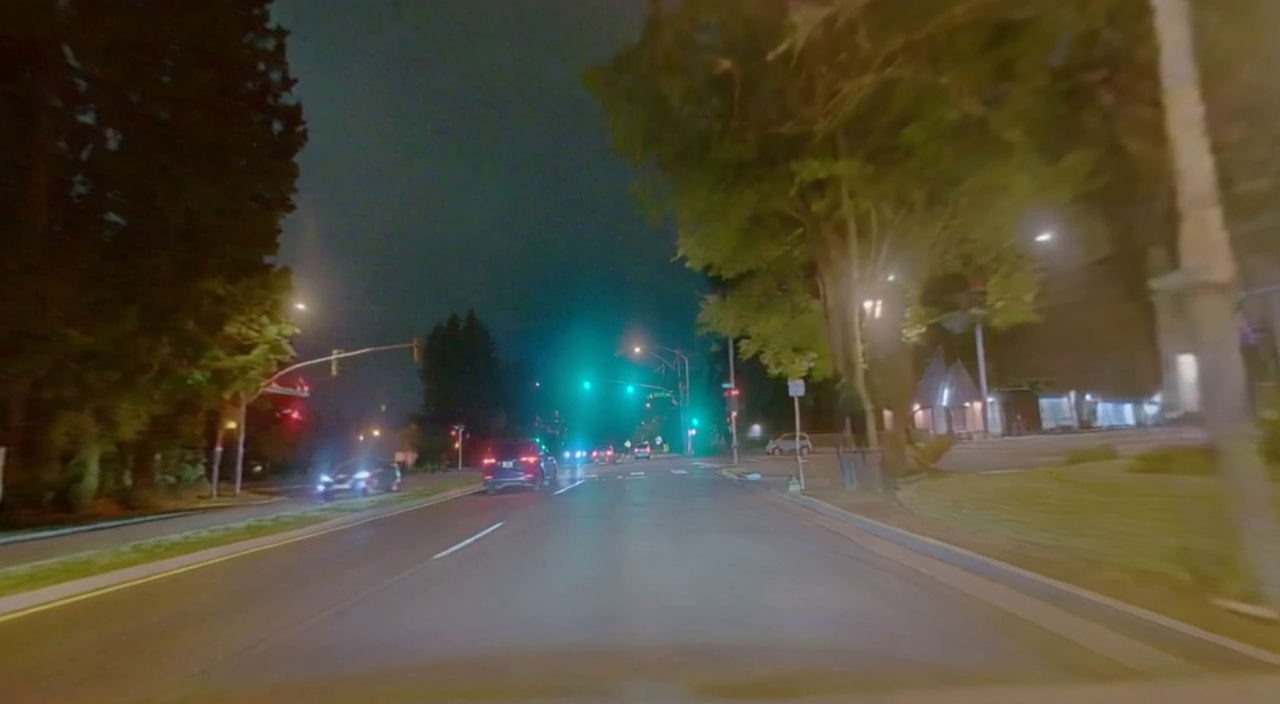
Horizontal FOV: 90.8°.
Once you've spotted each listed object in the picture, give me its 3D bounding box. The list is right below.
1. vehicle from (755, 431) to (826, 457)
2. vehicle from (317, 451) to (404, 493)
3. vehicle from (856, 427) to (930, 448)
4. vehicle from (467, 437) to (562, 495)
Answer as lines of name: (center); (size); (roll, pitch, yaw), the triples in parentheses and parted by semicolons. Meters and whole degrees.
vehicle: (11.089, 6.825, 46.861); (4.817, 1.789, 2.010); (-1, -9, 6)
vehicle: (-13.894, 5.953, 31.792); (2.140, 1.824, 4.913); (-2, -8, 0)
vehicle: (19.744, 6.719, 49.508); (4.954, 1.458, 1.951); (1, -9, 2)
vehicle: (-4.011, 3.727, 21.133); (2.169, 1.706, 4.638); (-1, -8, 1)
